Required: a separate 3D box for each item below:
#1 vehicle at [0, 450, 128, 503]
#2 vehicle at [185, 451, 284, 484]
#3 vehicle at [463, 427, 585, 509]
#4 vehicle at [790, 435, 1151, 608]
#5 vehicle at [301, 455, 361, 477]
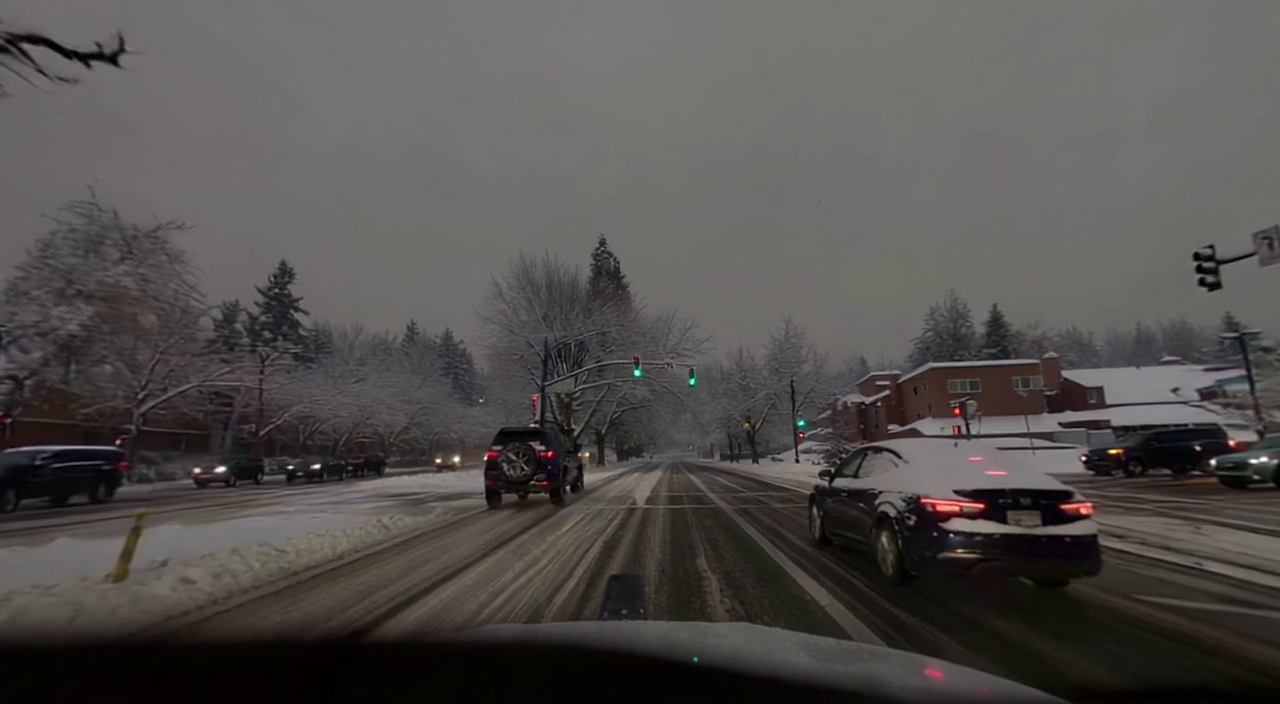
[{"bbox_3d":[-21.987,4.510,23.213,1.908,1.642,4.910,0,-8,0],"label":"vehicle"},{"bbox_3d":[-27.180,7.714,42.363,2.278,2.000,5.570,-2,-9,10],"label":"vehicle"},{"bbox_3d":[-2.960,3.114,17.394,2.231,1.898,4.985,0,-8,2],"label":"vehicle"},{"bbox_3d":[3.367,1.784,7.666,1.990,1.454,4.490,0,-8,0],"label":"vehicle"},{"bbox_3d":[-21.862,8.105,44.629,1.779,1.464,4.660,0,-10,2],"label":"vehicle"}]
